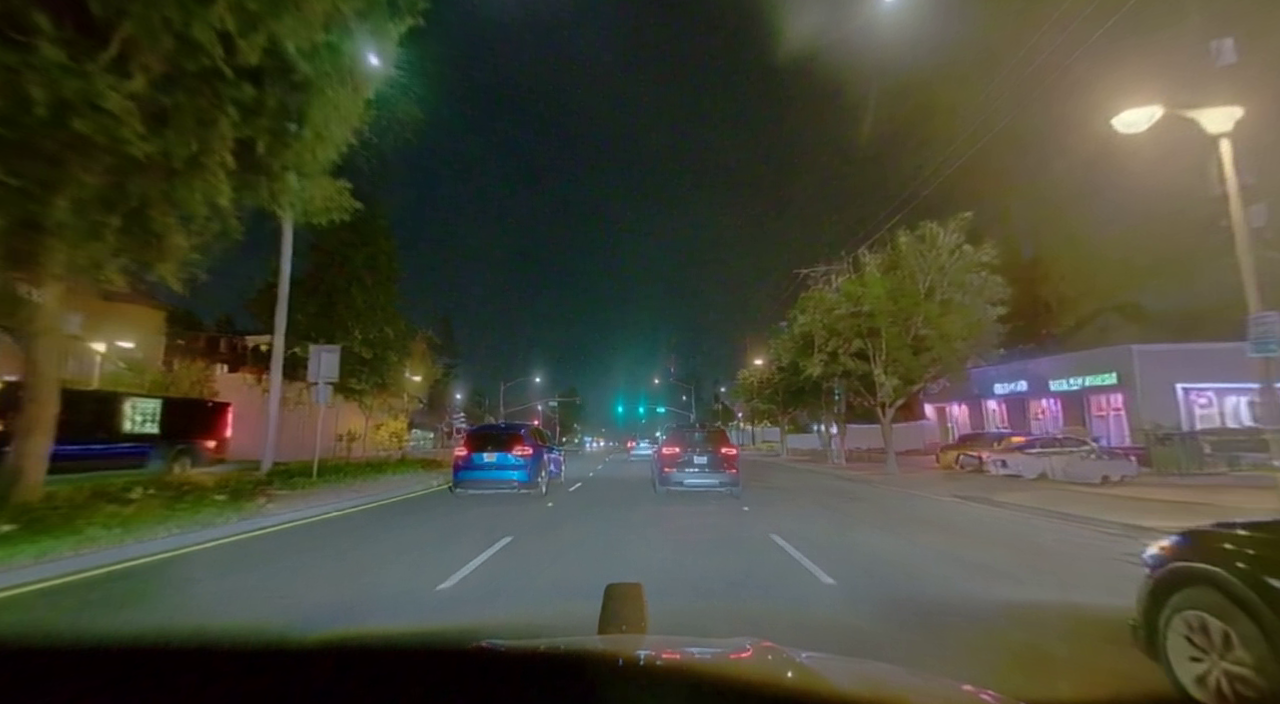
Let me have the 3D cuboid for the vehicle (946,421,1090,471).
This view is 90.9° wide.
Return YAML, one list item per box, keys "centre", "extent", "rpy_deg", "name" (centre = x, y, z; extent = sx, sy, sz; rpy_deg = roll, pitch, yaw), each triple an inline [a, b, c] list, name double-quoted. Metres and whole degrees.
- centre: [15.974, 3.953, 27.008]
  extent: [2.032, 1.877, 4.876]
  rpy_deg: [1, -7, -25]
  name: "vehicle"

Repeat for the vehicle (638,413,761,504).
- centre: [1.151, 2.391, 14.502]
  extent: [2.280, 1.747, 4.361]
  rpy_deg: [0, -8, -2]
  name: "vehicle"

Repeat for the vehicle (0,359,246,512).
- centre: [-15.109, 2.213, 16.427]
  extent: [2.901, 3.276, 9.720]
  rpy_deg: [0, -8, 3]
  name: "vehicle"

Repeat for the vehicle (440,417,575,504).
- centre: [-2.827, 2.463, 14.717]
  extent: [2.043, 1.687, 4.676]
  rpy_deg: [0, -8, 1]
  name: "vehicle"

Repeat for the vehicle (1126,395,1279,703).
- centre: [3.543, 0.697, 0.944]
  extent: [2.017, 1.491, 4.611]
  rpy_deg: [0, -8, 1]
  name: "vehicle"

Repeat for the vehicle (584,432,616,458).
- centre: [-2.916, 6.832, 46.282]
  extent: [2.014, 1.755, 4.360]
  rpy_deg: [0, -8, 1]
  name: "vehicle"
